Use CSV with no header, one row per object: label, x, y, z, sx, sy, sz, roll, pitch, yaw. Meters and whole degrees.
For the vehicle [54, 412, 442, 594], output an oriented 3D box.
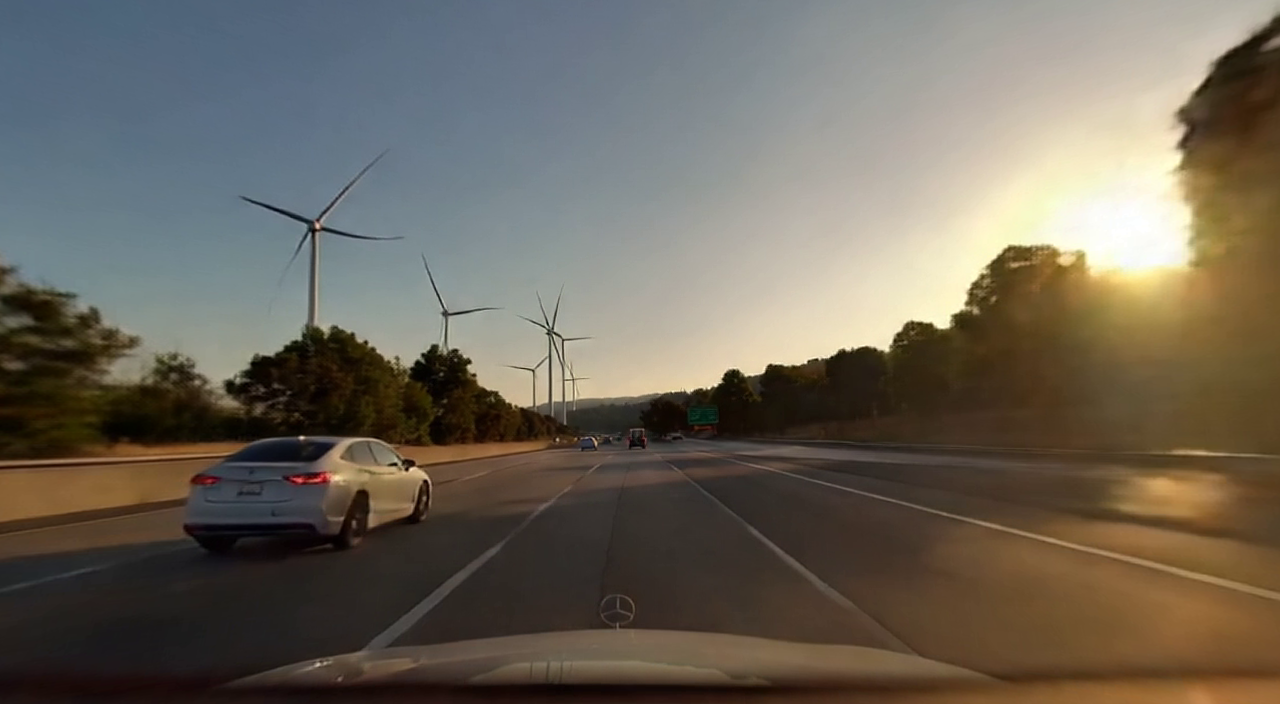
vehicle,-3.917,1.533,7.313,1.950,1.511,3.965,0,-8,0
